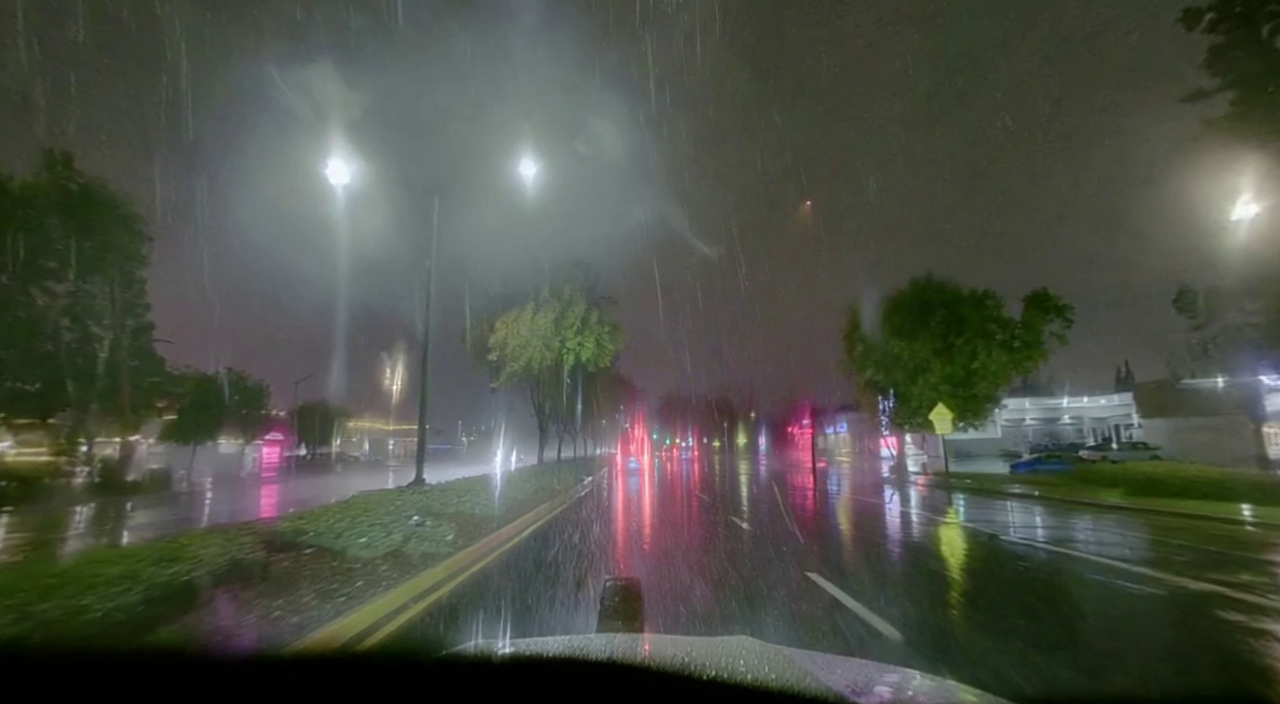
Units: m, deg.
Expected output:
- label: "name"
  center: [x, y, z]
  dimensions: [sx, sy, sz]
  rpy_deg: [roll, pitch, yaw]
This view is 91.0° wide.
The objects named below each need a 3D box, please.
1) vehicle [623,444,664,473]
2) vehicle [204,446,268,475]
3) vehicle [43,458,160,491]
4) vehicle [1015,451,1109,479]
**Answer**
- label: "vehicle"
  center: [0.106, 5.556, 33.059]
  dimensions: [1.998, 1.452, 3.773]
  rpy_deg: [0, -8, -2]
- label: "vehicle"
  center: [-28.262, 7.580, 44.239]
  dimensions: [2.061, 1.871, 5.360]
  rpy_deg: [2, -9, -14]
- label: "vehicle"
  center: [-27.619, 6.250, 32.522]
  dimensions: [1.925, 1.450, 4.770]
  rpy_deg: [0, -9, -1]
- label: "vehicle"
  center: [24.292, 6.491, 36.498]
  dimensions: [1.863, 1.454, 4.758]
  rpy_deg: [1, -9, -5]
